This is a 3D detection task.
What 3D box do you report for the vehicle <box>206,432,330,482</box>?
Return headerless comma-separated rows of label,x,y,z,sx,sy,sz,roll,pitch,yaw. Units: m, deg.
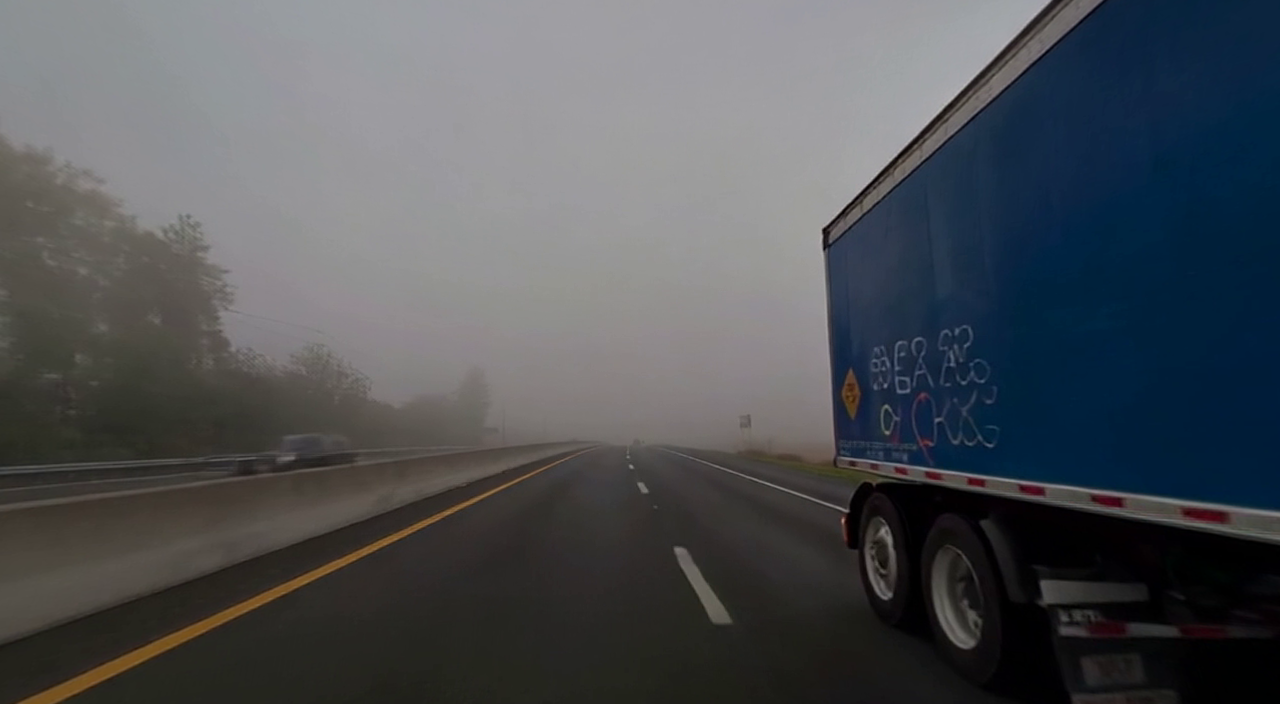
vehicle,-12.165,3.426,20.915,1.806,1.471,3.963,0,-8,-2
